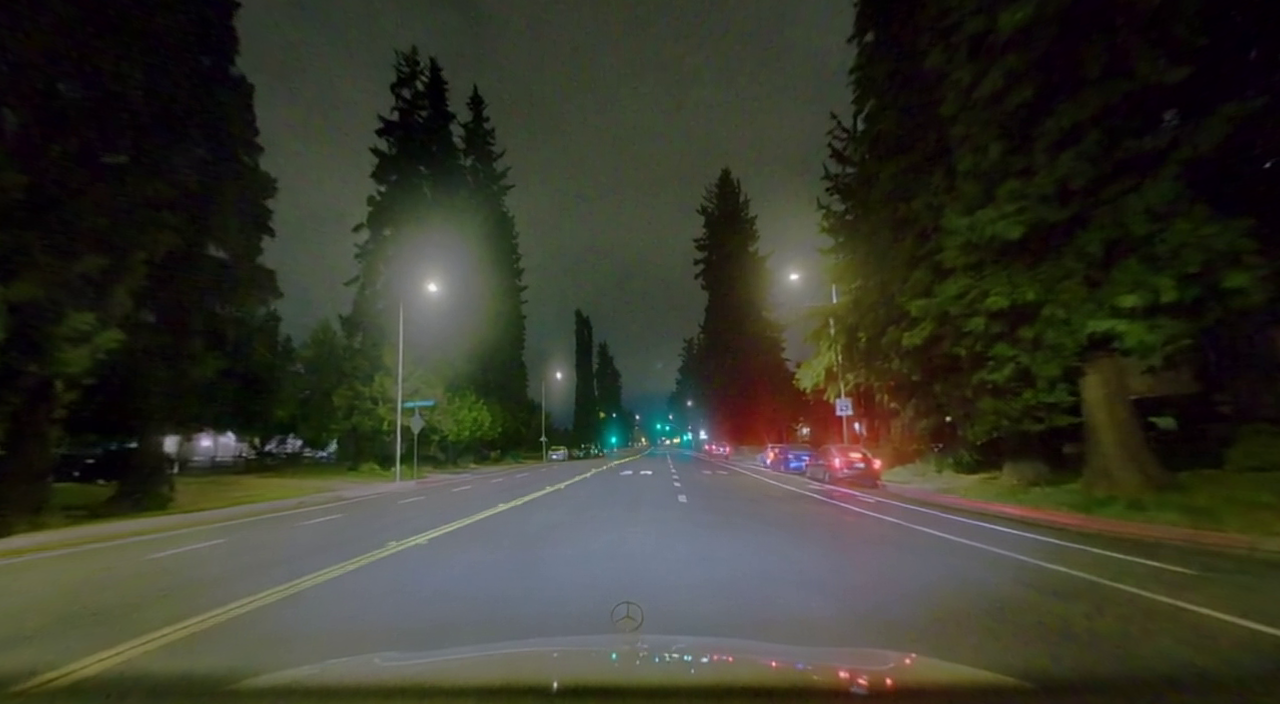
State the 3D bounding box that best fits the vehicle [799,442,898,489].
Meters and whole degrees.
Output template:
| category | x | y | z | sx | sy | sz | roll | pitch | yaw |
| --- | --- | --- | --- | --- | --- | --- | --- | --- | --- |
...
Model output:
| category | x | y | z | sx | sy | sz | roll | pitch | yaw |
| --- | --- | --- | --- | --- | --- | --- | --- | --- | --- |
| vehicle | 7.168 | 3.928 | 22.302 | 1.940 | 1.481 | 4.650 | 0 | -8 | 0 |
